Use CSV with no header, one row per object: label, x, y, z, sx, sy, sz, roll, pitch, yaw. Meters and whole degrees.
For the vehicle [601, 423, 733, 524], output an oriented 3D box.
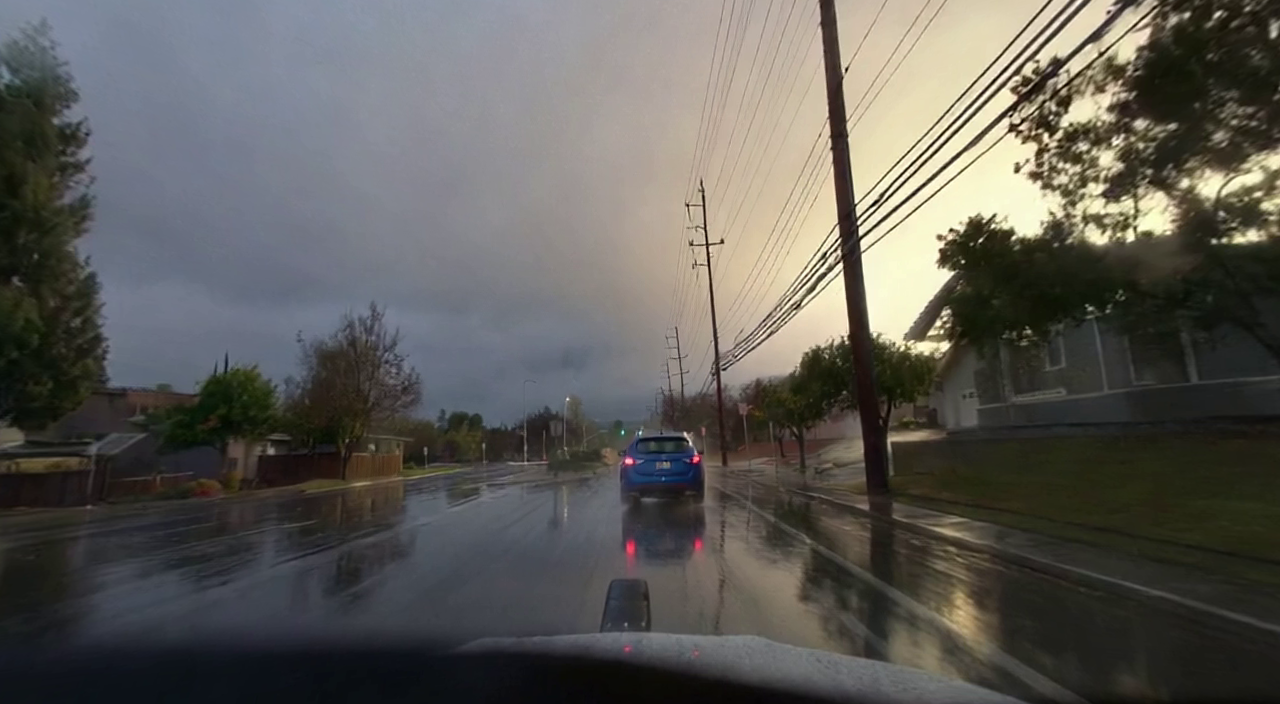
vehicle,0.449,2.340,12.620,2.200,1.653,4.127,0,-8,0
